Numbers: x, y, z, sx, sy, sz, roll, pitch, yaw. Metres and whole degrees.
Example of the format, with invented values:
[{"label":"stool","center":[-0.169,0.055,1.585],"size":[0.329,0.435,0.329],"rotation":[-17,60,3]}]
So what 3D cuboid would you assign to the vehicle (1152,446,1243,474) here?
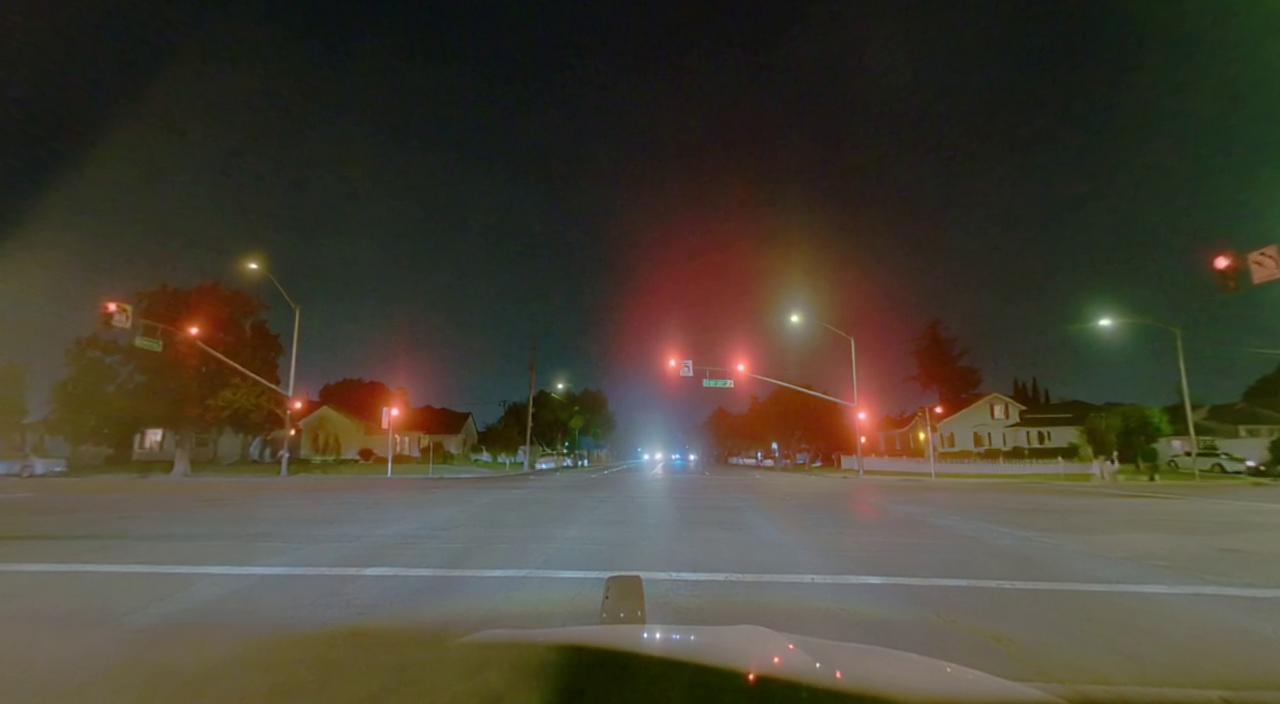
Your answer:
[{"label":"vehicle","center":[36.767,7.138,41.839],"size":[1.853,1.723,4.460],"rotation":[0,-9,0]}]

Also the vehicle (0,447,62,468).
[{"label":"vehicle","center":[-44.302,7.549,45.307],"size":[3.949,1.422,1.744],"rotation":[0,-9,1]}]
